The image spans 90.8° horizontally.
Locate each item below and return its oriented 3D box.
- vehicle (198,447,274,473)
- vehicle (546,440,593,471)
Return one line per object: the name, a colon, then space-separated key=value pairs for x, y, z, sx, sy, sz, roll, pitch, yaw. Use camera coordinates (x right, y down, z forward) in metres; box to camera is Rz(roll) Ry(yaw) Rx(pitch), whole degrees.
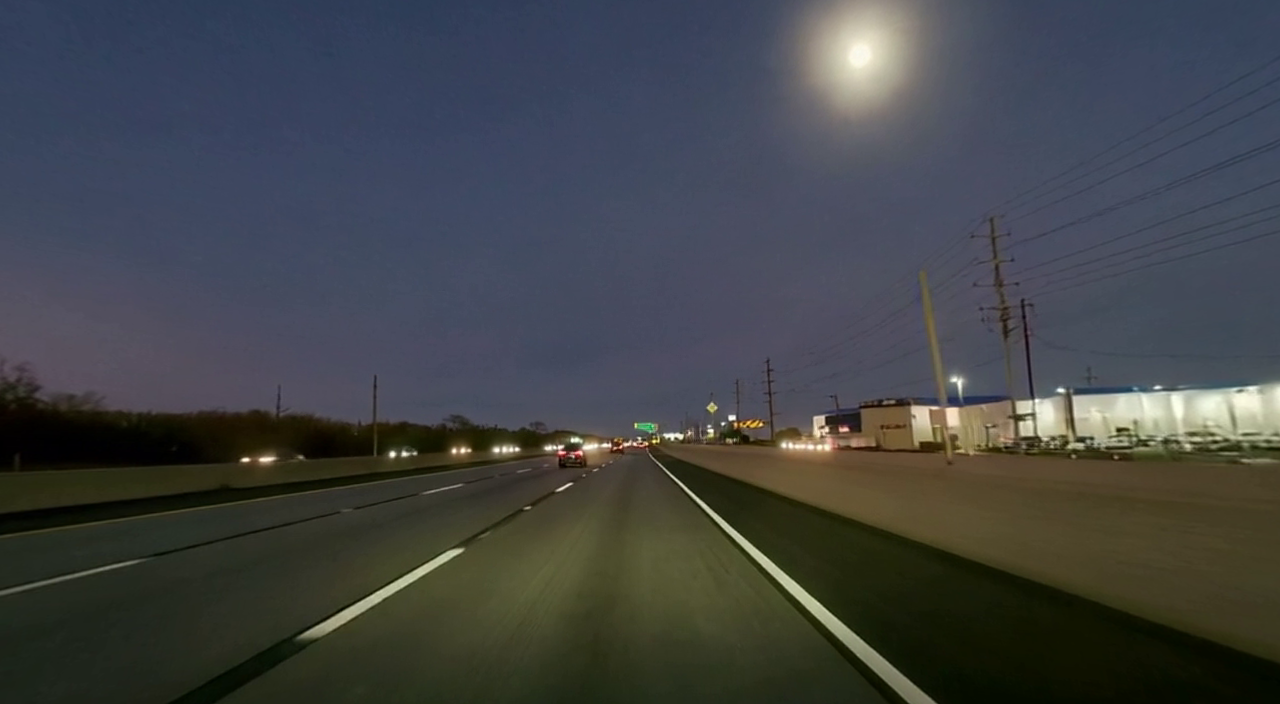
vehicle: x=-25.415 y=6.796 z=39.937 sx=1.810 sy=1.480 sz=4.357 roll=0 pitch=-9 yaw=1
vehicle: x=-3.663 y=5.480 z=33.664 sx=1.940 sy=1.479 sz=4.545 roll=0 pitch=-8 yaw=1
